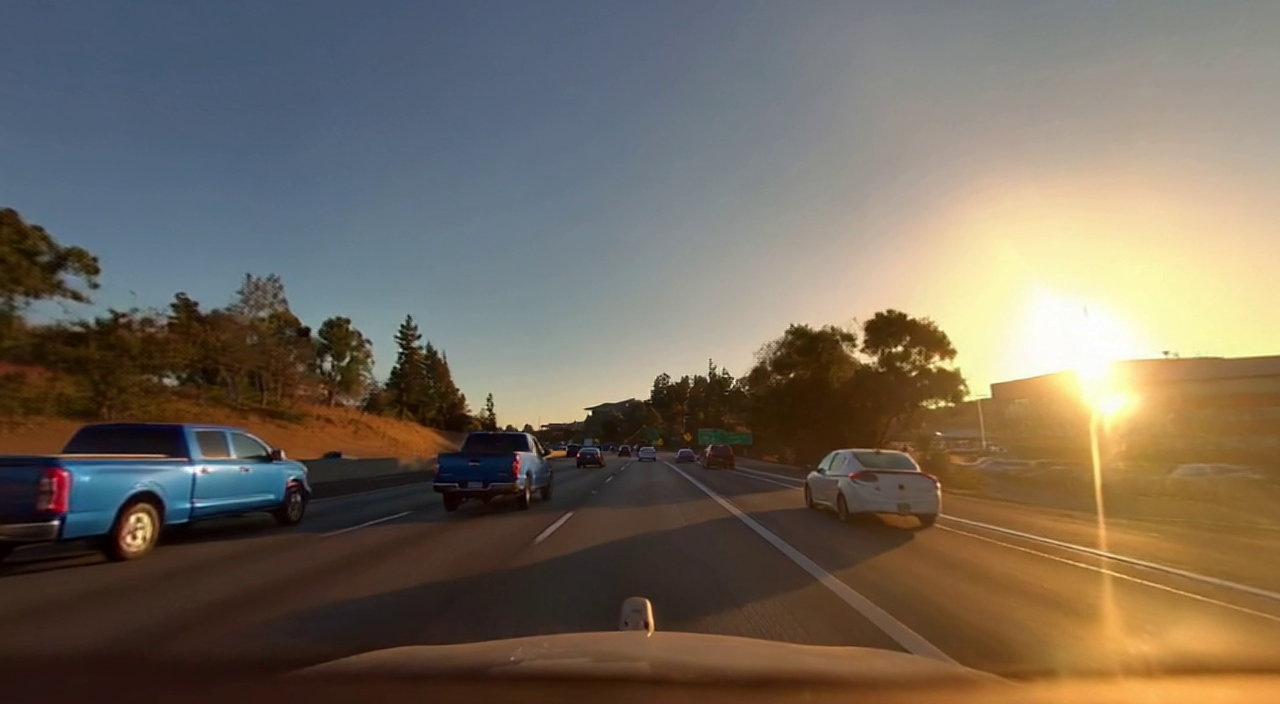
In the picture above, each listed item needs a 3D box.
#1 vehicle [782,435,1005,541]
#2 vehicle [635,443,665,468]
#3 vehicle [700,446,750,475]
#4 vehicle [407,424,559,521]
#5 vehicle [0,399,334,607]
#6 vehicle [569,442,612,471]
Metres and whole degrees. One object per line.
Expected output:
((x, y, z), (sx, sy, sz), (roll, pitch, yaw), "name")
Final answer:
((4.137, 2.278, 11.298), (2.111, 1.498, 4.466), (0, -8, 0), "vehicle")
((0.709, 7.488, 45.946), (2.080, 1.682, 4.150), (0, -8, 0), "vehicle")
((4.523, 5.814, 34.201), (2.072, 1.456, 4.537), (0, -8, 0), "vehicle")
((-3.212, 2.578, 14.054), (2.146, 1.775, 4.553), (0, -8, 1), "vehicle")
((-6.499, 1.703, 8.177), (2.428, 1.812, 5.131), (0, -8, 1), "vehicle")
((-3.043, 6.545, 39.791), (2.209, 1.714, 4.576), (0, -8, 1), "vehicle")
